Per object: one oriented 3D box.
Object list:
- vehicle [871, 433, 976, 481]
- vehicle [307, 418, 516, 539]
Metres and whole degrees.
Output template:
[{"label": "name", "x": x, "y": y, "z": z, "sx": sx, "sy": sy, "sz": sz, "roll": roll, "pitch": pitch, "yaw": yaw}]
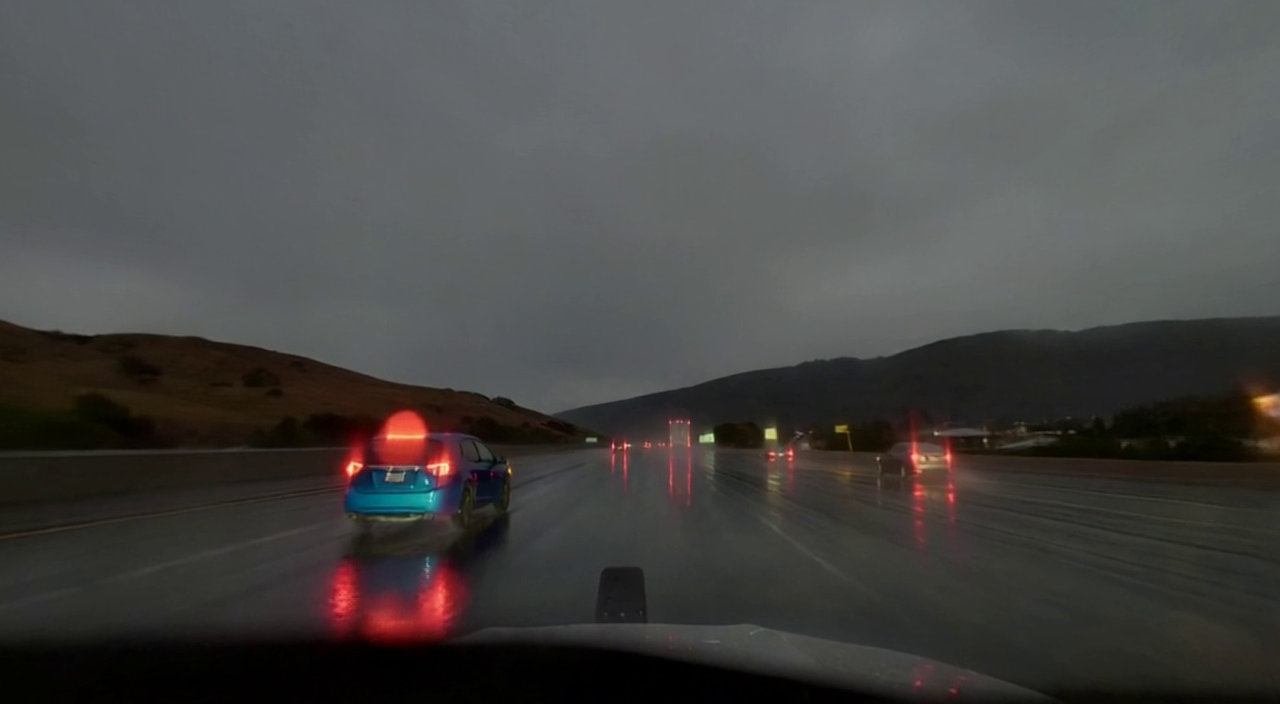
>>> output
[{"label": "vehicle", "x": 11.154, "y": 4.165, "z": 25.126, "sx": 2.062, "sy": 1.736, "sz": 4.589, "roll": 0, "pitch": -8, "yaw": 0}, {"label": "vehicle", "x": -3.484, "y": 1.999, "z": 10.483, "sx": 1.967, "sy": 1.615, "sz": 3.886, "roll": 0, "pitch": -8, "yaw": 1}]
